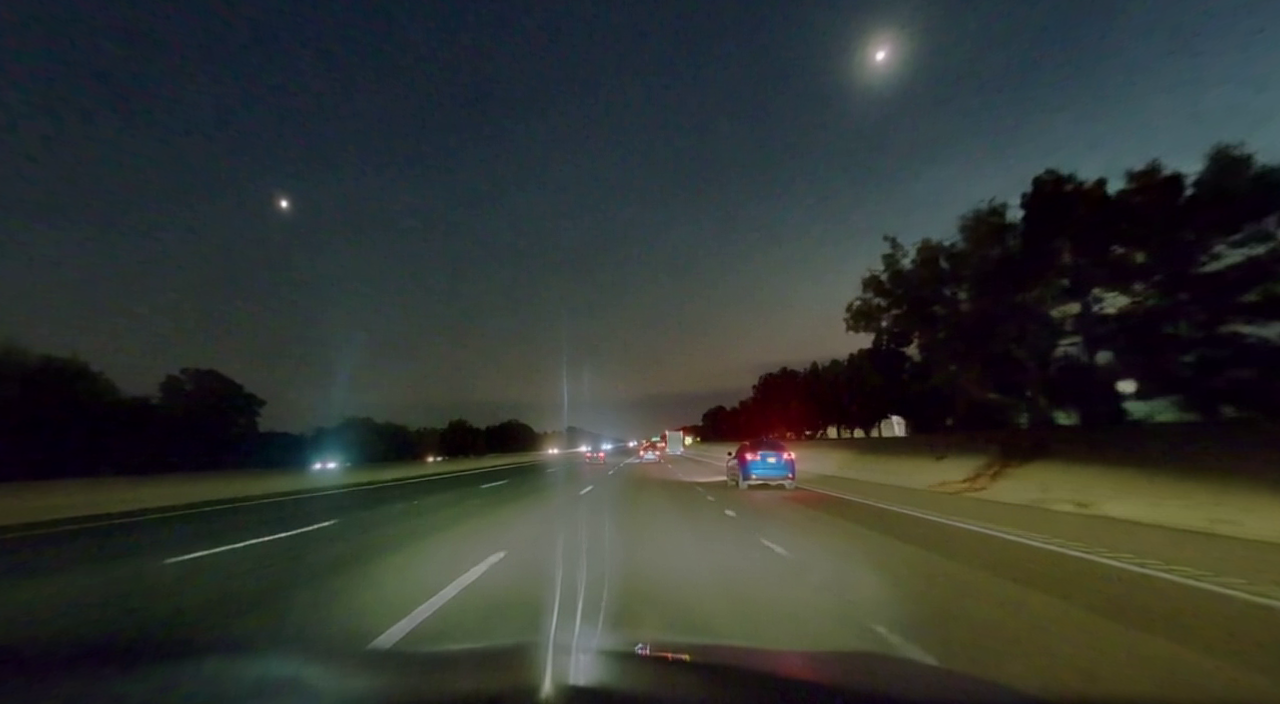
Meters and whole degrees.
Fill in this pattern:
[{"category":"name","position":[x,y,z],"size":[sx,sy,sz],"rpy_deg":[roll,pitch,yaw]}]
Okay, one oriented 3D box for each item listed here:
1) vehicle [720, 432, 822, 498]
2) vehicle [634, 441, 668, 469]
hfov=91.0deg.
[{"category":"vehicle","position":[3.754,3.332,18.907],"size":[2.082,1.720,4.393],"rpy_deg":[0,-9,0]},{"category":"vehicle","position":[0.711,7.142,43.760],"size":[2.205,1.785,4.423],"rpy_deg":[0,-9,0]}]
